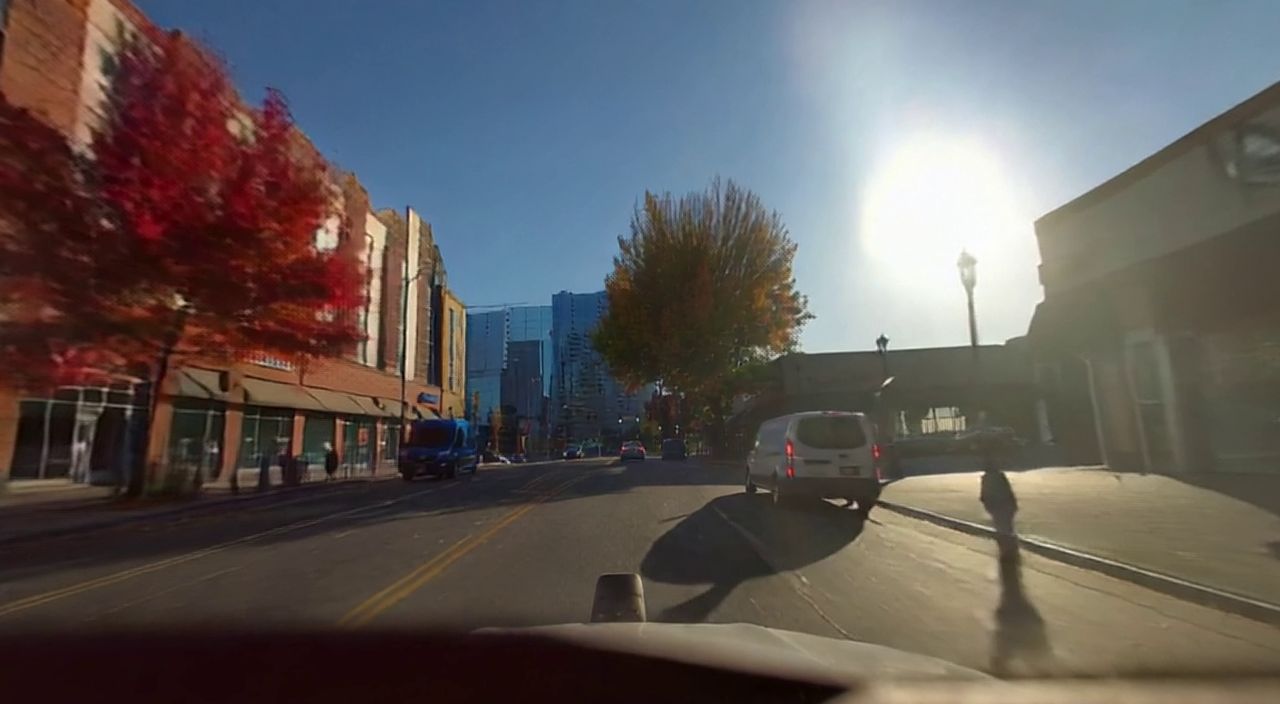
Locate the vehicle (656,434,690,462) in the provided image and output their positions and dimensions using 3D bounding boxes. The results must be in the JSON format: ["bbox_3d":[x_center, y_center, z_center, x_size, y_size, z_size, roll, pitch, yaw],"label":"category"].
[{"bbox_3d":[2.480,7.043,46.304,2.147,1.968,4.478,-1,-8,7],"label":"vehicle"}]

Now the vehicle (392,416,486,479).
[{"bbox_3d":[-9.022,4.339,28.941,2.348,2.588,5.860,0,-8,0],"label":"vehicle"}]

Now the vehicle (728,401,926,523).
[{"bbox_3d":[3.439,2.160,12.954,2.357,1.986,5.136,0,-8,-2],"label":"vehicle"}]
